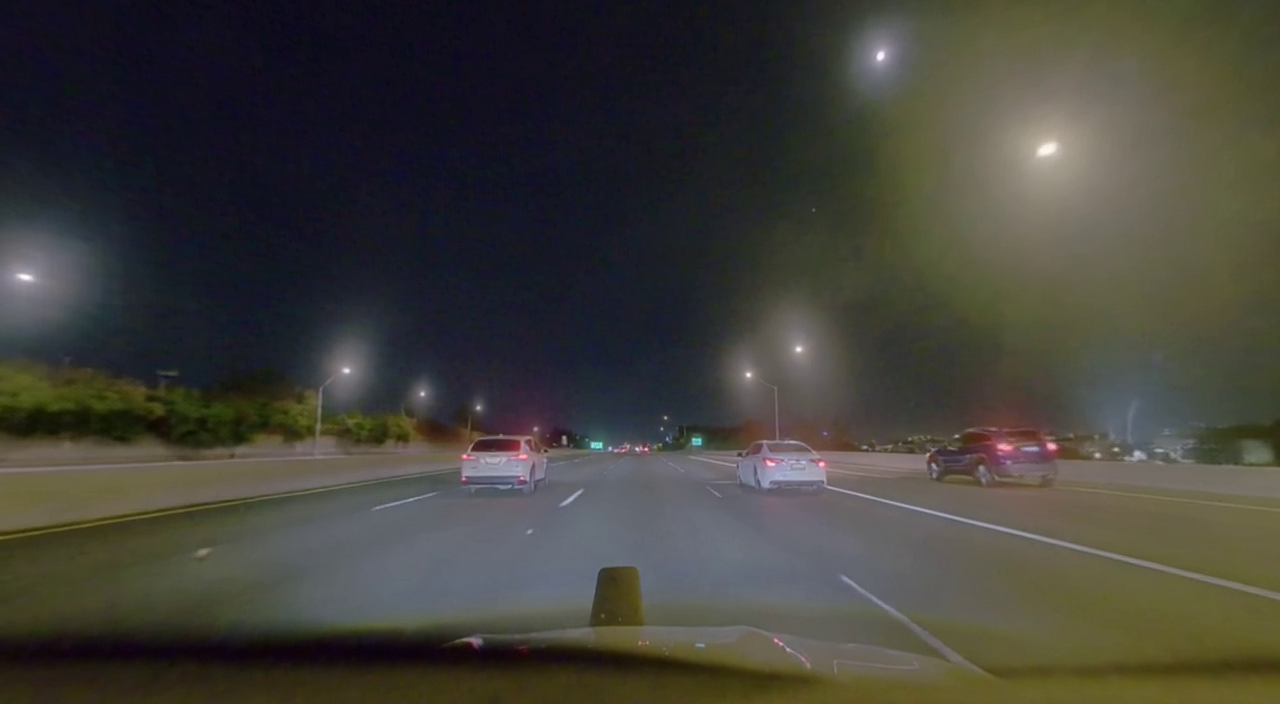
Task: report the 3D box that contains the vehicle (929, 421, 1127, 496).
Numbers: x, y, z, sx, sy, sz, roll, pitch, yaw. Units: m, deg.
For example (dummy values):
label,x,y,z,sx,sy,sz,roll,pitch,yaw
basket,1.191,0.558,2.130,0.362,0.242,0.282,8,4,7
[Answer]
label,x,y,z,sx,sy,sz,roll,pitch,yaw
vehicle,11.143,3.126,18.889,2.223,1.865,5.704,0,-9,-1

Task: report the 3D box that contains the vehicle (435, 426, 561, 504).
label,x,y,z,sx,sy,sz,roll,pitch,yaw
vehicle,-3.503,2.906,16.638,2.193,1.746,4.512,0,-8,1

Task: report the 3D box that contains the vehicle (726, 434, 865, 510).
label,x,y,z,sx,sy,sz,roll,pitch,yaw
vehicle,3.569,2.849,15.592,2.107,1.550,4.949,0,-9,-1
